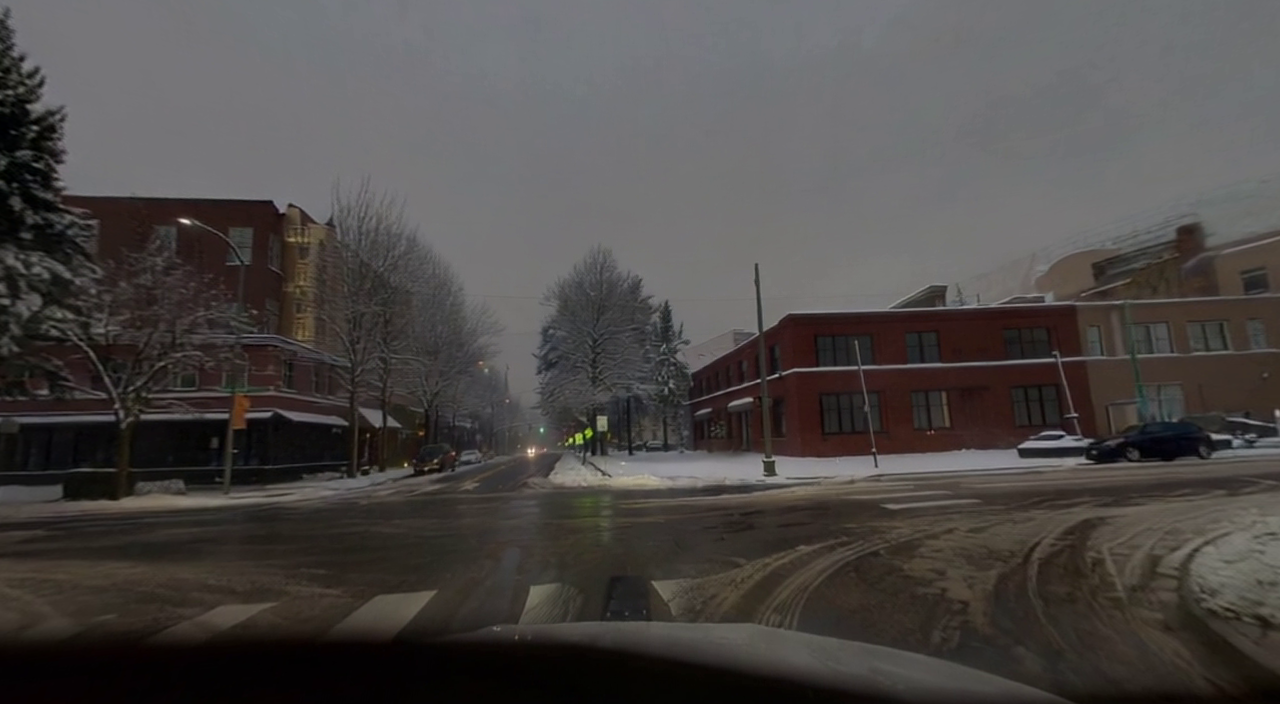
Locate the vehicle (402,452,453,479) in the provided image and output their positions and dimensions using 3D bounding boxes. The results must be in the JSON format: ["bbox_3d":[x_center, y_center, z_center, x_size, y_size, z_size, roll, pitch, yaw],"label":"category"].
[{"bbox_3d":[-12.896,6.907,38.530,2.033,1.491,4.298,1,-9,-6],"label":"vehicle"}]
